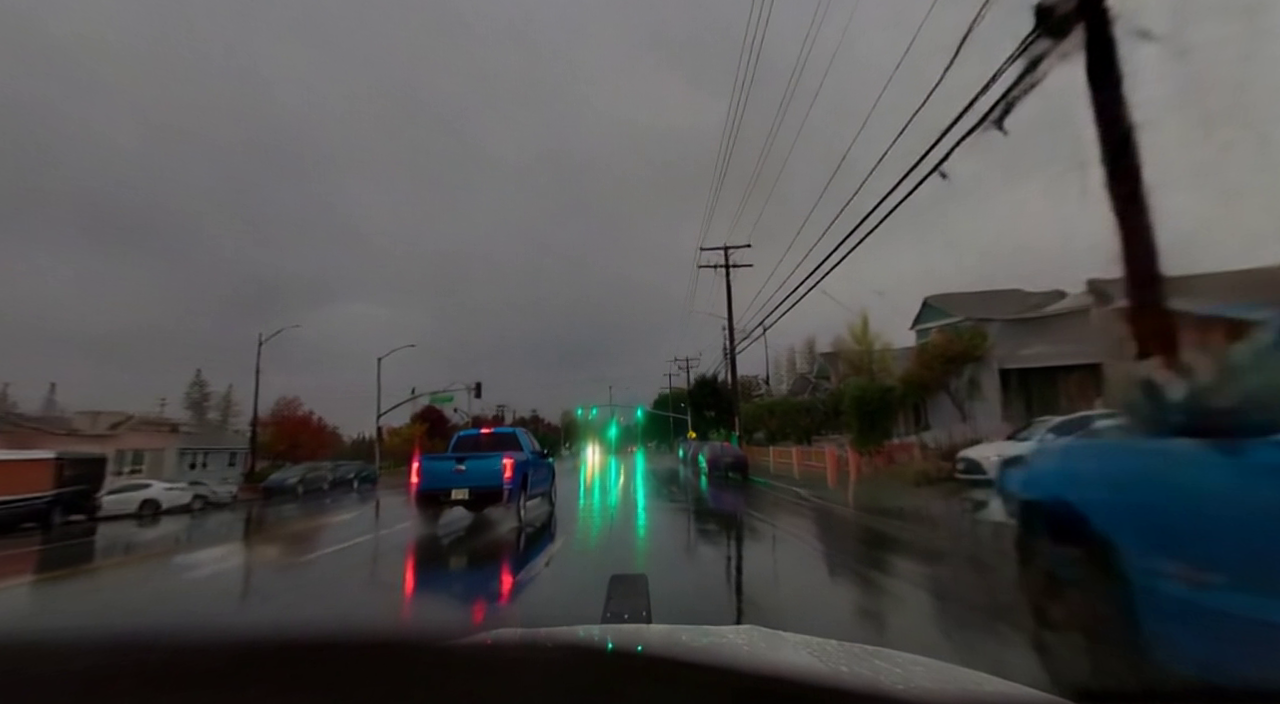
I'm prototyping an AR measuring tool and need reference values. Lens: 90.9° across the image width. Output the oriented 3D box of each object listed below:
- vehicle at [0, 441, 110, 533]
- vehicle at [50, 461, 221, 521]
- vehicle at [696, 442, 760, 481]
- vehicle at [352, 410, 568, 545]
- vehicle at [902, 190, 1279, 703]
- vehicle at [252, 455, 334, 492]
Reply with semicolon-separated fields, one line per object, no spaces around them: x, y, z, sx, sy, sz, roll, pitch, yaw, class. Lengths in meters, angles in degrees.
-19.312;3.918;18.435;2.159;2.586;5.899;0;-9;3;vehicle
-15.625;4.286;19.870;2.026;1.617;3.933;0;-9;1;vehicle
3.590;4.540;26.419;2.012;1.491;4.333;0;-9;-1;vehicle
-2.868;2.183;11.658;2.242;1.890;5.306;0;-9;2;vehicle
3.036;0.435;1.069;2.415;2.004;6.589;0;-9;1;vehicle
-18.474;6.444;33.792;1.954;1.785;4.136;0;-9;1;vehicle
